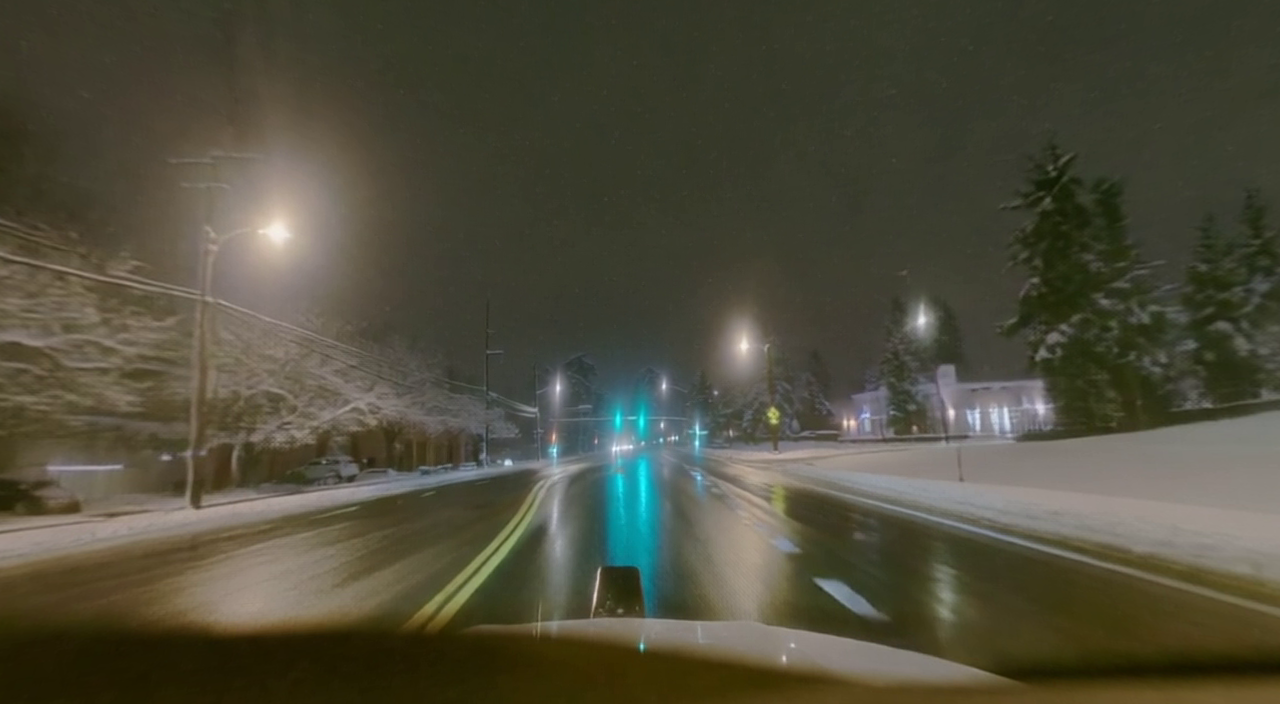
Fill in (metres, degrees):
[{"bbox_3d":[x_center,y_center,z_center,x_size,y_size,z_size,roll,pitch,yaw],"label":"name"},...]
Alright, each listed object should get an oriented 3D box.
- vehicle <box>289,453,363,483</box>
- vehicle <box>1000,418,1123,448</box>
[{"bbox_3d":[-20.403,7.528,41.278,2.030,1.759,4.949,-1,-9,4],"label":"vehicle"},{"bbox_3d":[20.483,3.996,30.868,4.621,1.393,1.824,-1,-9,4],"label":"vehicle"}]
